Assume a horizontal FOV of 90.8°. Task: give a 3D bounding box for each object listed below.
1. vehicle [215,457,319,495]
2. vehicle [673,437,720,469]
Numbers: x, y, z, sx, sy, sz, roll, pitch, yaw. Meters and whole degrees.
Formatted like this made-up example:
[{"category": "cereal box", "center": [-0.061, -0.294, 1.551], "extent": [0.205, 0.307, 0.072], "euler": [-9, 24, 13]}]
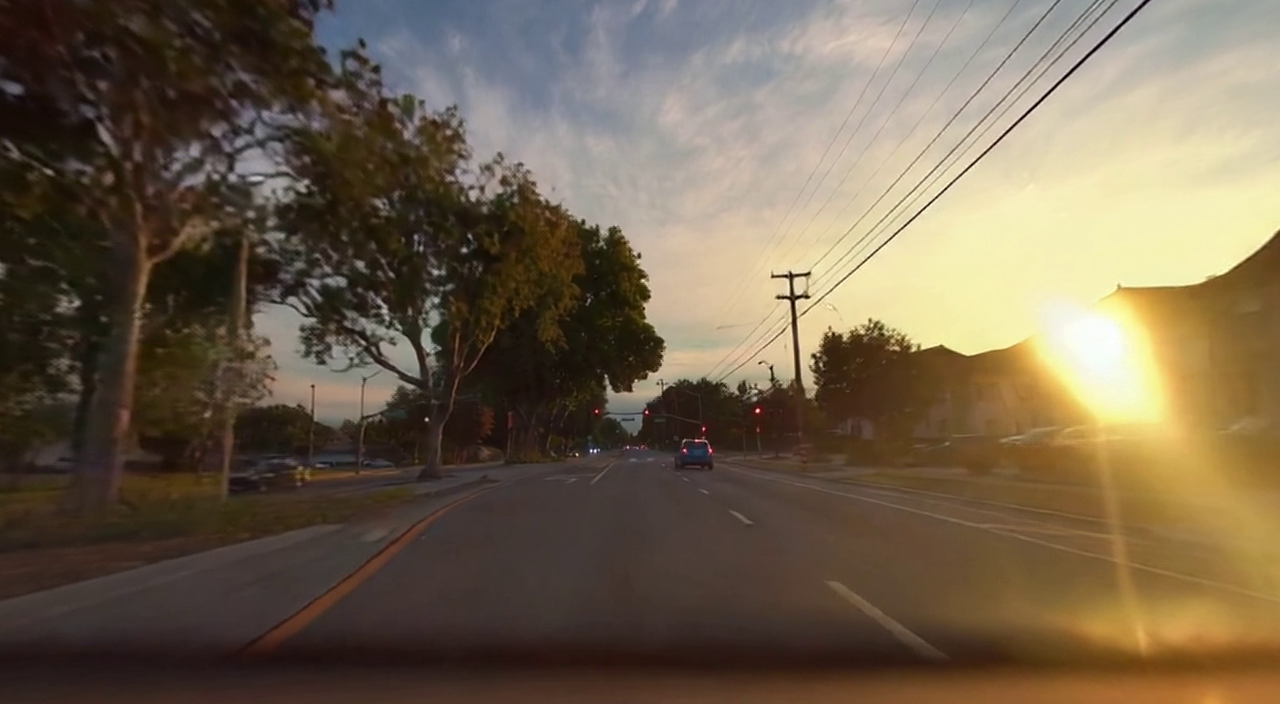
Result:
[{"category": "vehicle", "center": [-16.261, 5.398, 27.854], "extent": [1.938, 1.468, 4.375], "euler": [0, -9, 0]}, {"category": "vehicle", "center": [3.394, 6.229, 38.984], "extent": [2.229, 1.795, 4.927], "euler": [0, -9, -2]}]
